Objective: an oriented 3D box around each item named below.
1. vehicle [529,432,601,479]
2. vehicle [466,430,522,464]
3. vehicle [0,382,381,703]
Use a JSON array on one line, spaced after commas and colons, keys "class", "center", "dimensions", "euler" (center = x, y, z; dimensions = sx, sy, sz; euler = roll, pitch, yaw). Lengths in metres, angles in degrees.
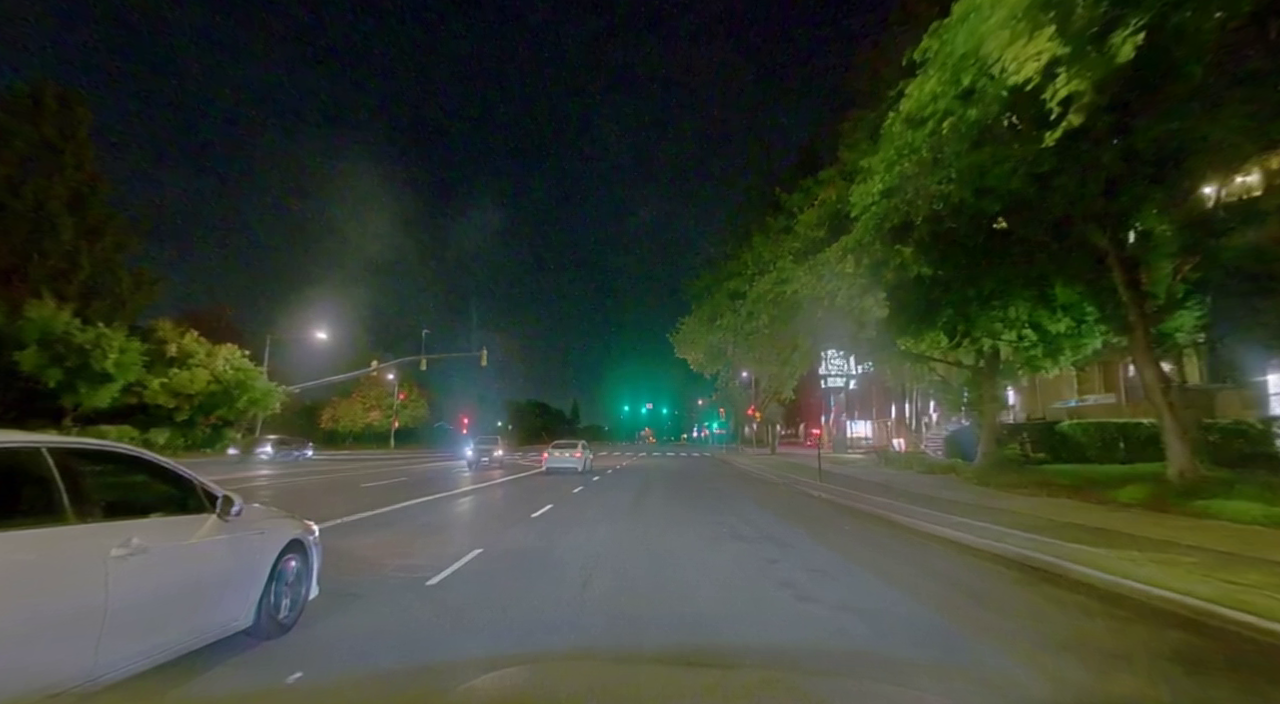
[{"class": "vehicle", "center": [-2.877, 4.108, 25.293], "dimensions": [2.109, 1.692, 4.220], "euler": [-1, -8, 4]}, {"class": "vehicle", "center": [-8.785, 5.776, 38.370], "dimensions": [2.030, 1.906, 4.661], "euler": [-1, -8, 3]}, {"class": "vehicle", "center": [-3.206, 0.984, 3.058], "dimensions": [2.018, 1.477, 4.401], "euler": [0, -8, 0]}]
